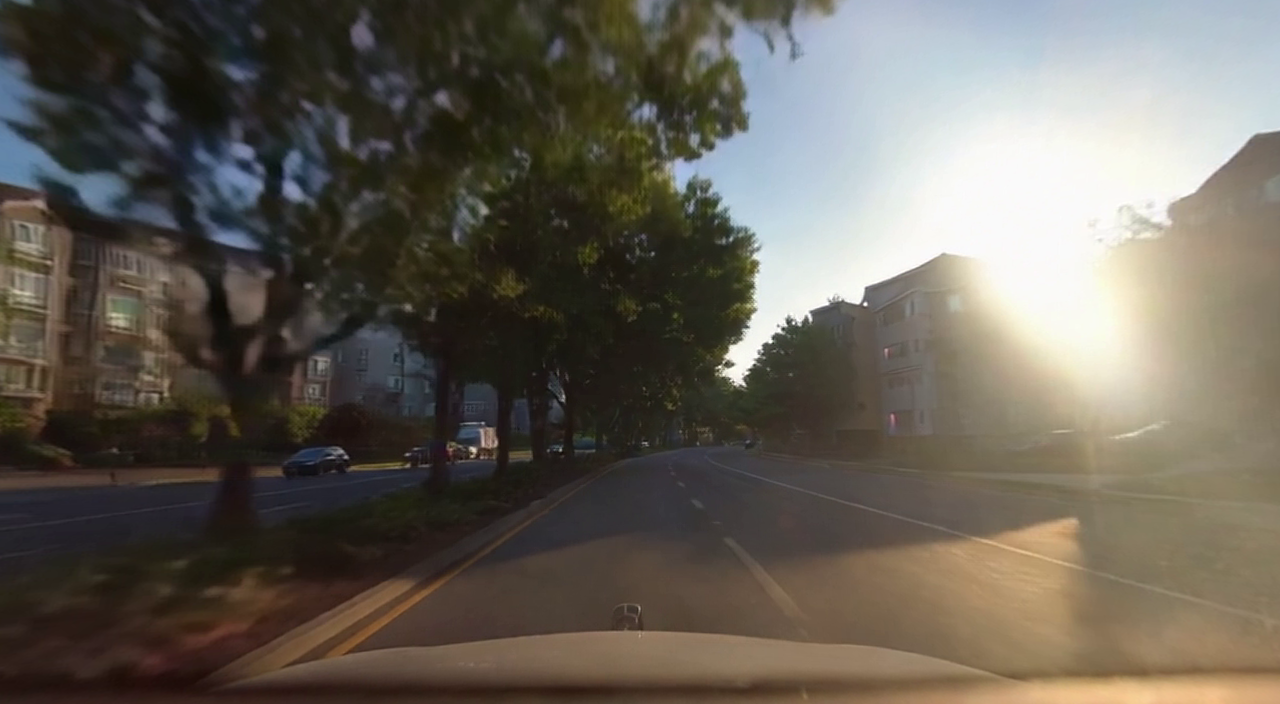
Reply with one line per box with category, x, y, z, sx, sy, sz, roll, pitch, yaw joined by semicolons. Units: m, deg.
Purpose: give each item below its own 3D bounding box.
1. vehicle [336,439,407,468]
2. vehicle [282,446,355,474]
vehicle;-18.434;7.006;43.650;2.295;1.809;5.236;-2;-9;4
vehicle;-18.833;6.315;37.223;1.880;1.457;4.487;-3;-8;2
